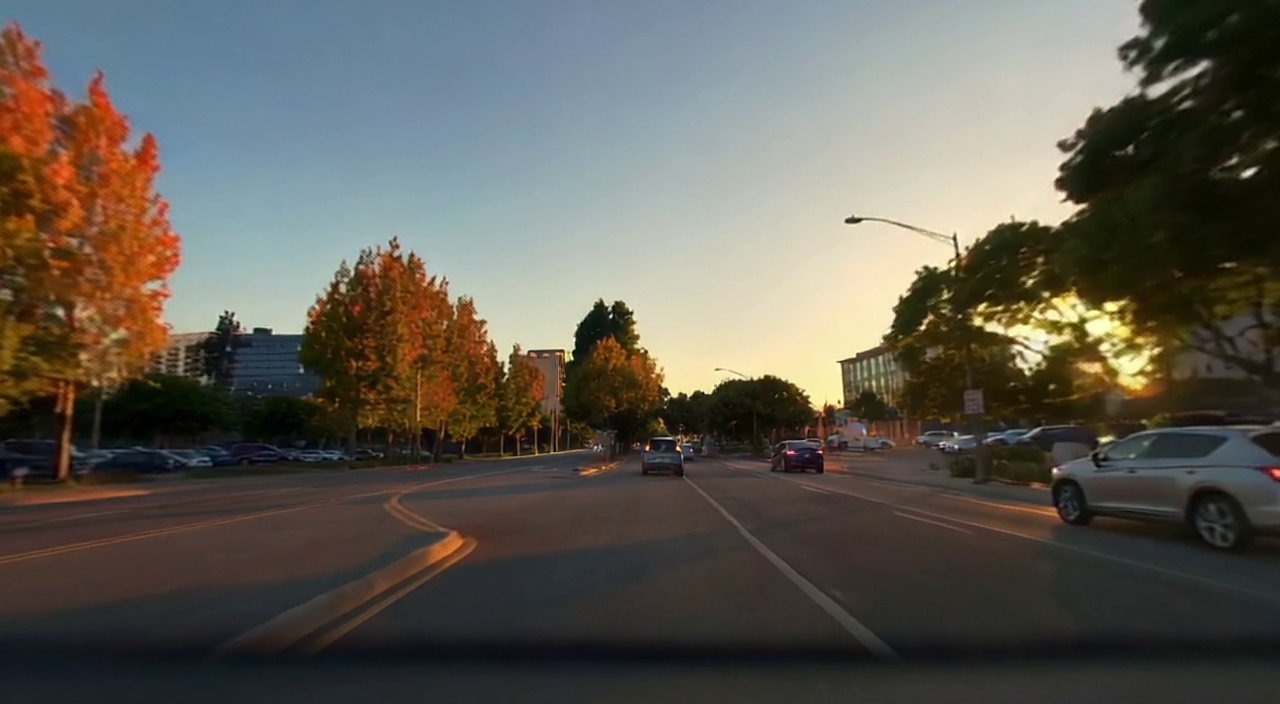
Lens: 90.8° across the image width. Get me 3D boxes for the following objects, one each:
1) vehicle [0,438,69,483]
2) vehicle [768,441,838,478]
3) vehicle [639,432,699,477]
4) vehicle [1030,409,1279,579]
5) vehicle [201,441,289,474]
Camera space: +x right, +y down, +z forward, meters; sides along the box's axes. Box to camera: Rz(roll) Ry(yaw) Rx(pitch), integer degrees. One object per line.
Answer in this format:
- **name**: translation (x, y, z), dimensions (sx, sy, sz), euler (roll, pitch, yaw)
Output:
- **vehicle**: translation (-29.987, 5.112, 29.888), dimensions (3.883, 1.989, 2.208), euler (-1, -9, 6)
- **vehicle**: translation (7.388, 4.897, 29.158), dimensions (2.029, 1.548, 4.422), euler (0, -8, 0)
- **vehicle**: translation (1.174, 4.468, 27.668), dimensions (2.227, 1.794, 4.457), euler (0, -8, -3)
- **vehicle**: translation (7.564, 1.743, 8.425), dimensions (2.025, 1.719, 4.161), euler (0, -8, 0)
- **vehicle**: translation (-29.762, 7.920, 47.705), dimensions (5.278, 2.181, 1.993), euler (-2, -7, -2)
